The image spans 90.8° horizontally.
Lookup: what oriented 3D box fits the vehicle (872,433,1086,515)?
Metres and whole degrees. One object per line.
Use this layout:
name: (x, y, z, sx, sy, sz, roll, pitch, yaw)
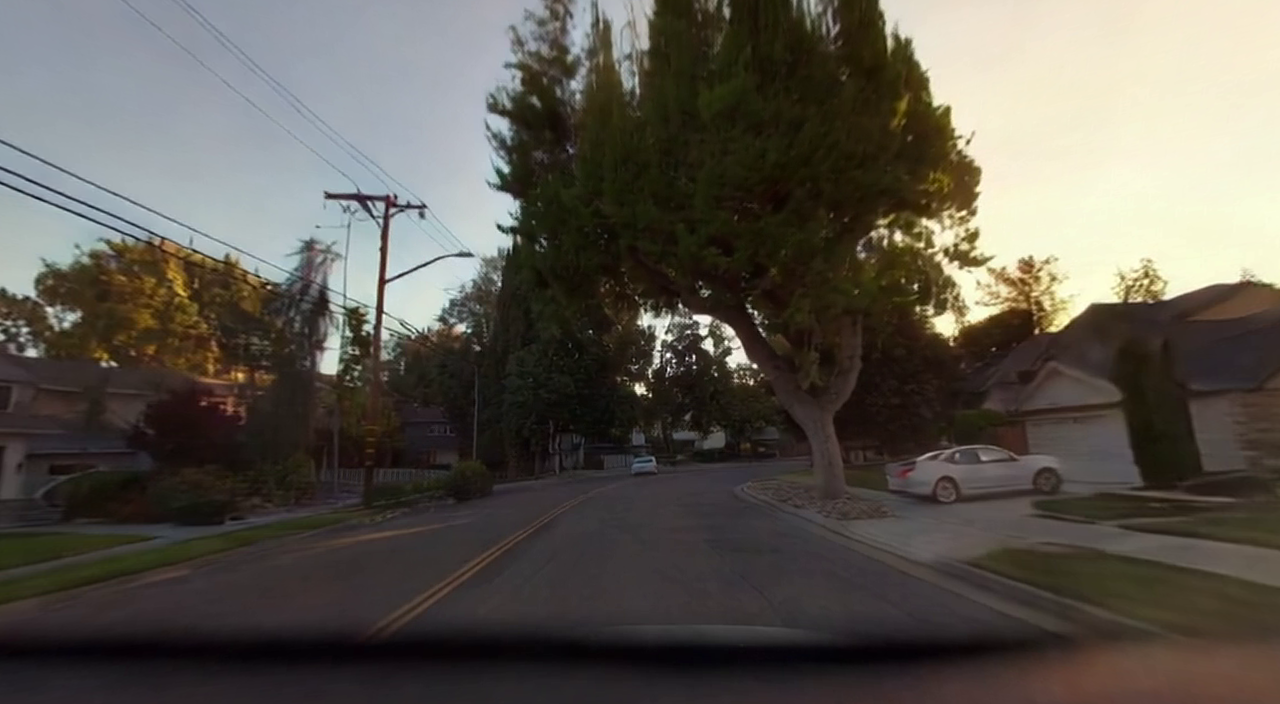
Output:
vehicle: (7.727, 2.782, 14.698, 3.846, 1.725, 1.920, 0, -9, -3)
